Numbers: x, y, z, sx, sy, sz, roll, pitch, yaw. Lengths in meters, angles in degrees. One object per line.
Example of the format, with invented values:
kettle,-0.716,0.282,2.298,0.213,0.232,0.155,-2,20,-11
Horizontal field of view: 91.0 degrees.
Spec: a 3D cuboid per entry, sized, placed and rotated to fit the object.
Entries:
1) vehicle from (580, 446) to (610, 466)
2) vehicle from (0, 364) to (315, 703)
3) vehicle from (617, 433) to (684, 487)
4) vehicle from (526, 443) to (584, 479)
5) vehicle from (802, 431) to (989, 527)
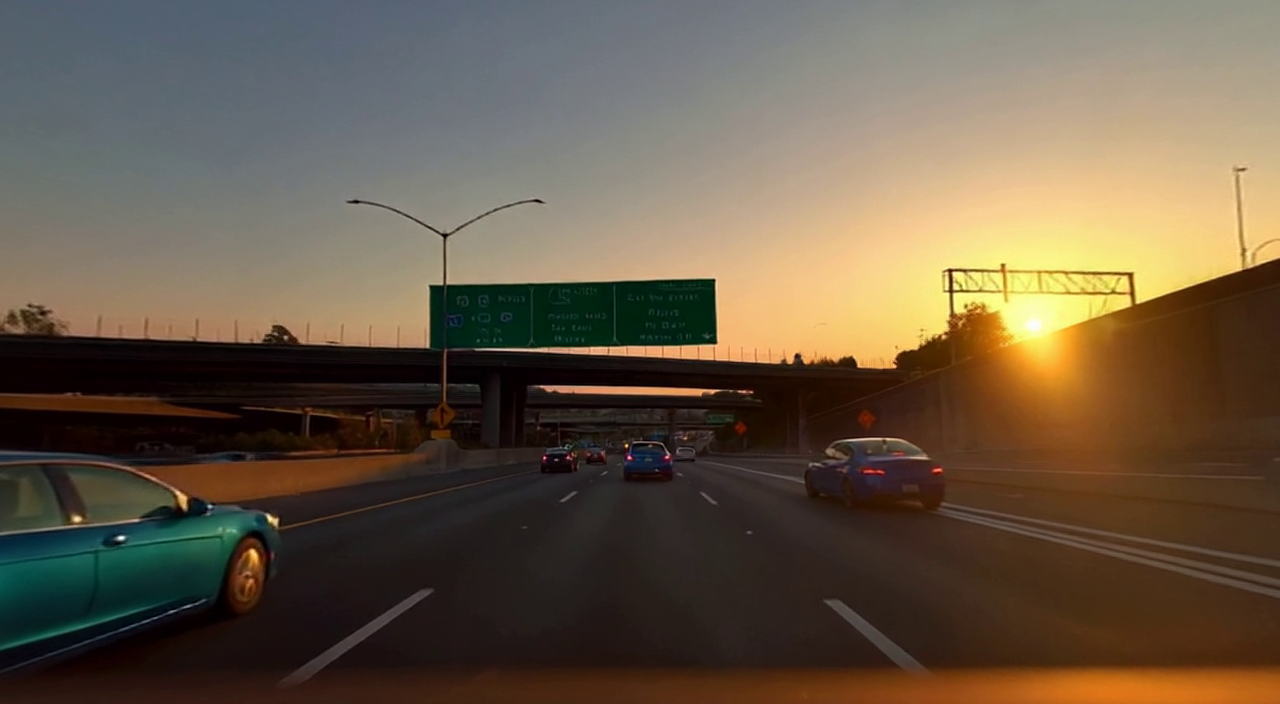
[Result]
vehicle,-3.452,8.100,49.269,1.969,1.480,4.077,0,-9,1
vehicle,-3.928,0.935,3.173,2.160,1.639,4.431,0,-9,1
vehicle,0.336,3.834,22.603,2.202,1.748,4.158,0,-9,0
vehicle,-3.857,5.027,29.313,2.031,1.491,4.145,0,-9,1
vehicle,5.039,2.548,13.239,2.055,1.656,4.370,0,-9,-1
